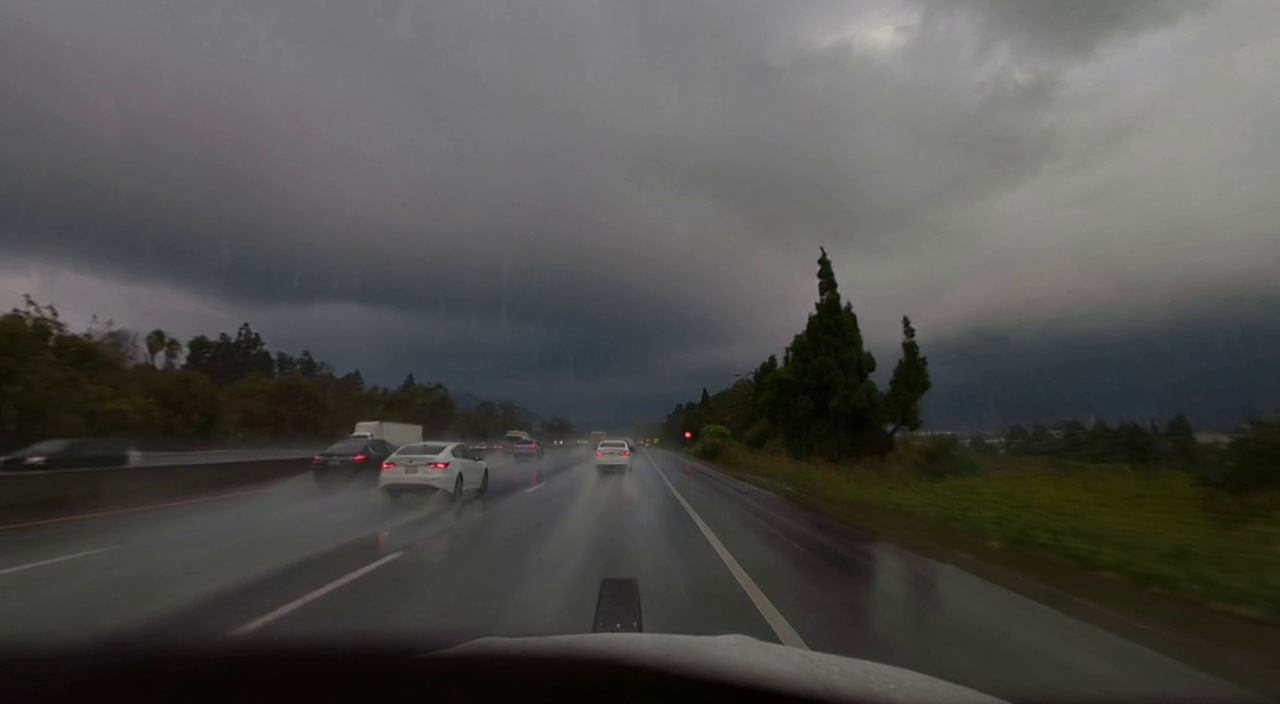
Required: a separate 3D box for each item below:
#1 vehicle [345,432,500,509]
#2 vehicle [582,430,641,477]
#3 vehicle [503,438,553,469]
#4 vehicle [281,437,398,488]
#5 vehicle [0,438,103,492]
[{"bbox_3d":[-4.703,2.600,14.414,1.971,1.464,4.386,0,-8,0],"label":"vehicle"},{"bbox_3d":[-1.073,3.970,24.930,2.178,1.658,3.916,0,-8,-1],"label":"vehicle"},{"bbox_3d":[-5.526,5.031,31.405,1.835,1.432,3.835,0,-8,0],"label":"vehicle"},{"bbox_3d":[-9.497,3.481,20.254,1.850,1.439,3.932,0,-8,0],"label":"vehicle"},{"bbox_3d":[-21.899,3.887,21.900,2.037,1.740,4.968,0,-8,-1],"label":"vehicle"}]
